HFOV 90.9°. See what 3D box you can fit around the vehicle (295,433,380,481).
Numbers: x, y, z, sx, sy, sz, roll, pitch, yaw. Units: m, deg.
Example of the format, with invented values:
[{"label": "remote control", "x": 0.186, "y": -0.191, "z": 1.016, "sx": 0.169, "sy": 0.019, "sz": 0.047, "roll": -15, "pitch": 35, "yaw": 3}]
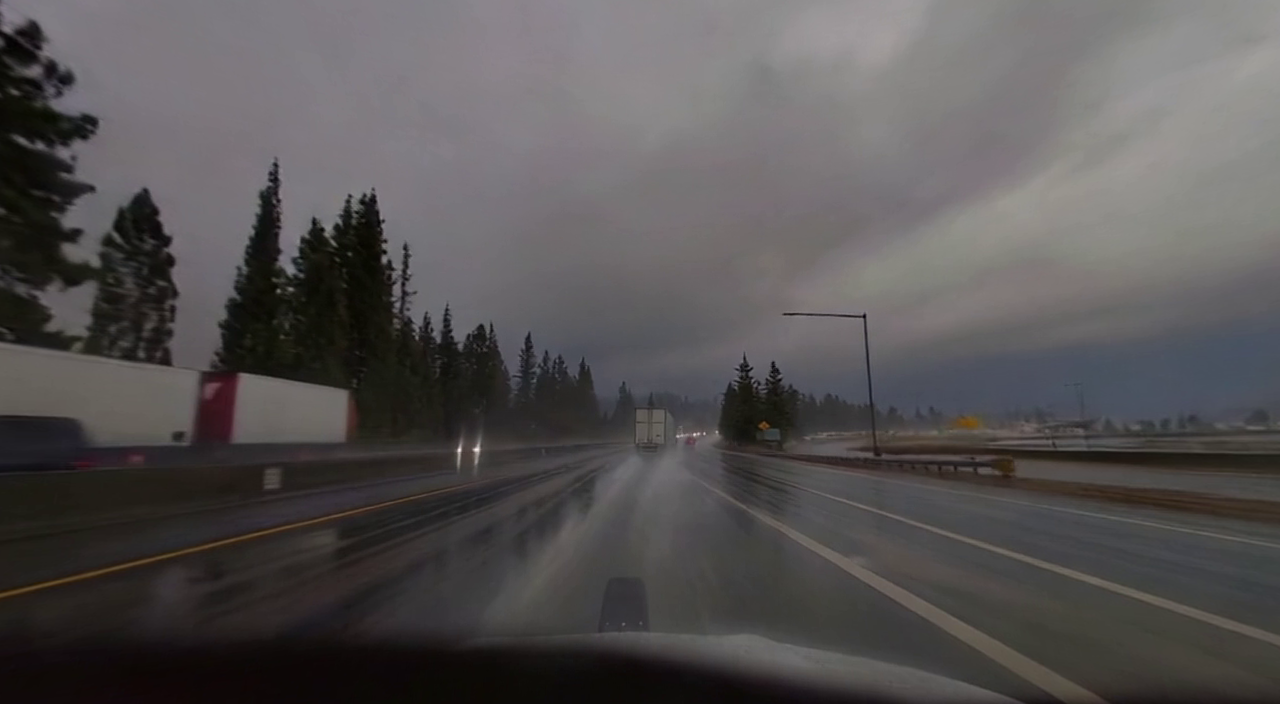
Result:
[{"label": "vehicle", "x": -17.893, "y": 6.226, "z": 37.681, "sx": 2.360, "sy": 2.607, "sz": 5.290, "roll": 0, "pitch": -8, "yaw": 0}]
